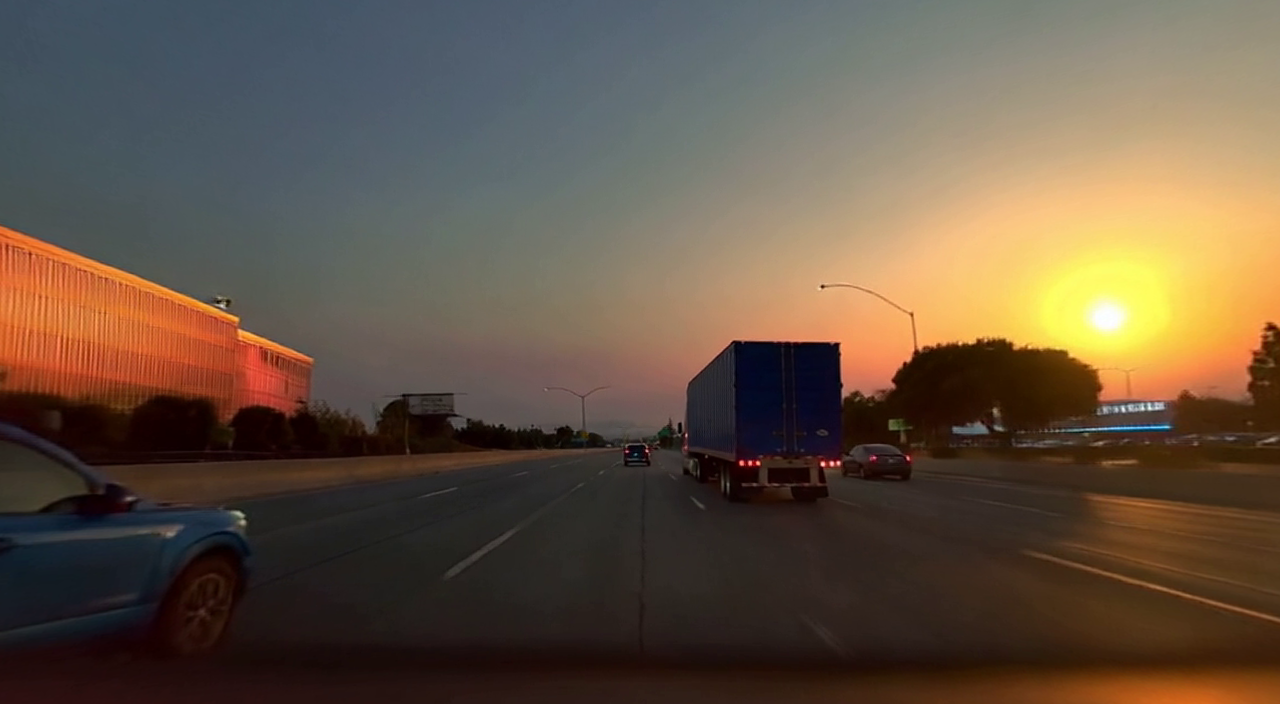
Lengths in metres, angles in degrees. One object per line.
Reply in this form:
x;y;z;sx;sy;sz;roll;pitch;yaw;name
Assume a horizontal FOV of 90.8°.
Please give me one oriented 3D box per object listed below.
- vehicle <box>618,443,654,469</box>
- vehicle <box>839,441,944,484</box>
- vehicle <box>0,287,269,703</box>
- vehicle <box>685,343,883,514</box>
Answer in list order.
-0.212;5.908;36.107;1.929;1.395;3.999;0;-8;0;vehicle
9.421;4.163;24.159;2.105;1.494;4.537;0;-8;0;vehicle
-3.389;0.563;1.419;2.229;1.806;4.698;0;-8;0;vehicle
3.176;2.273;17.808;2.934;3.325;10.986;0;-8;0;vehicle
